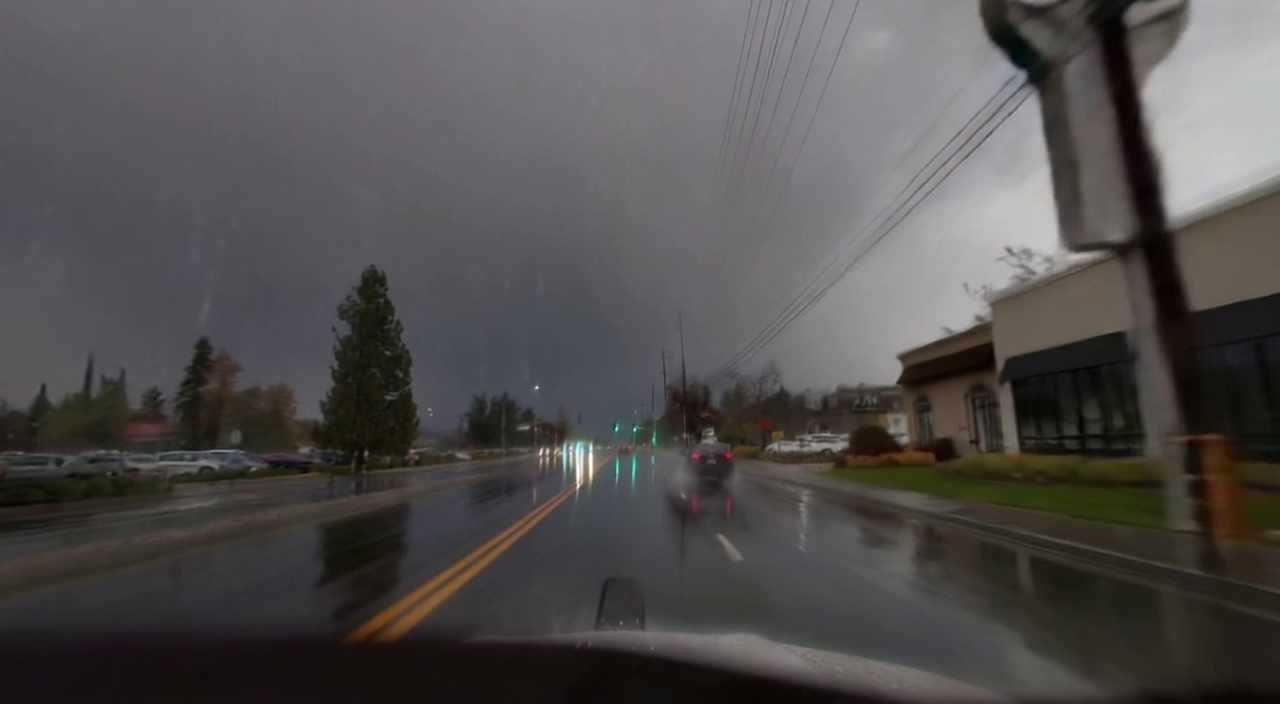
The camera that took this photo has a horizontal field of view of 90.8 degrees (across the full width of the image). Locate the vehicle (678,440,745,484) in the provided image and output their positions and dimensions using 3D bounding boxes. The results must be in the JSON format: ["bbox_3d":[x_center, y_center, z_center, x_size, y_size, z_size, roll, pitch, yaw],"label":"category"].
[{"bbox_3d":[2.555,4.066,23.532,1.975,1.497,3.647,0,-9,-1],"label":"vehicle"}]
